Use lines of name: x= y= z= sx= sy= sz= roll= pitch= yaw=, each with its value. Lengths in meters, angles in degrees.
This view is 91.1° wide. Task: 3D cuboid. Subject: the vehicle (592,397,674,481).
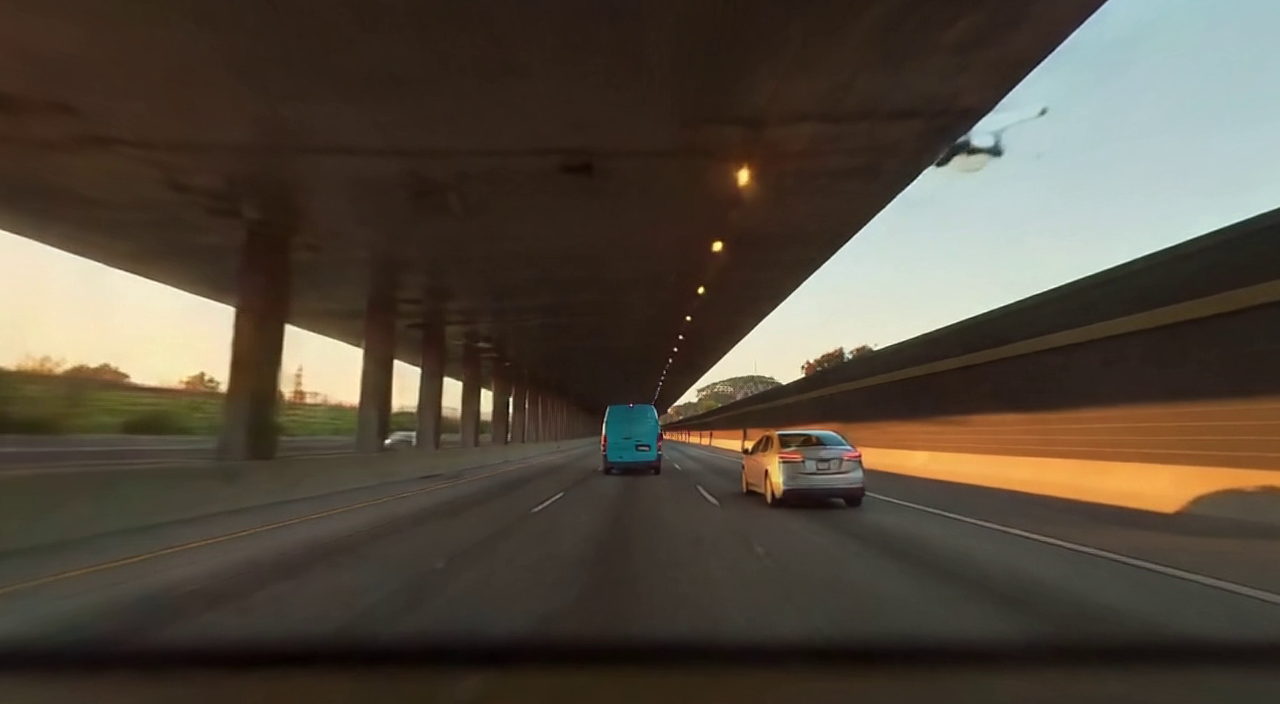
vehicle: x=-0.146 y=2.923 z=21.208 sx=2.404 sy=2.459 sz=5.229 roll=-1 pitch=-8 yaw=1

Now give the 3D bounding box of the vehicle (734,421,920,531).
vehicle: x=3.002 y=2.070 z=11.139 sx=2.095 sy=1.553 sz=4.069 roll=0 pitch=-8 yaw=1
